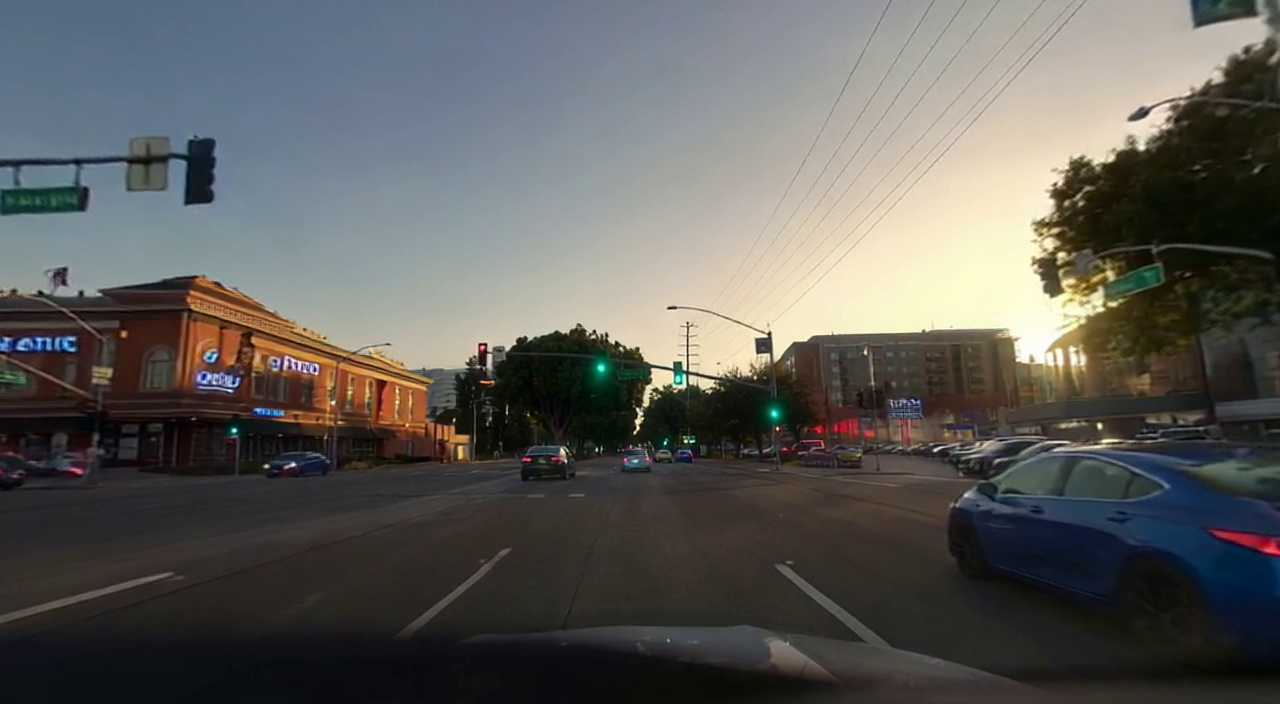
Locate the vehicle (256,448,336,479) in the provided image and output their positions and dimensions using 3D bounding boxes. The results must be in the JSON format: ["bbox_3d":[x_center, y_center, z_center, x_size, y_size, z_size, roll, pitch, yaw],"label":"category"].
[{"bbox_3d":[-21.994,7.127,40.728,2.066,1.835,5.580,0,-8,0],"label":"vehicle"}]

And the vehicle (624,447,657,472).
[{"bbox_3d":[0.002,7.037,41.586,2.072,1.473,4.139,0,-8,-1],"label":"vehicle"}]

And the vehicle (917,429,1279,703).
[{"bbox_3d":[4.524,1.465,5.486,2.119,1.479,4.910,0,-8,2],"label":"vehicle"}]

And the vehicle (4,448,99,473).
[{"bbox_3d":[-42.073,7.752,45.239,4.735,1.715,2.095,-1,-8,2],"label":"vehicle"}]

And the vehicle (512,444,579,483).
[{"bbox_3d":[-4.007,4.798,27.594,2.035,1.564,4.702,-1,-8,2],"label":"vehicle"}]
